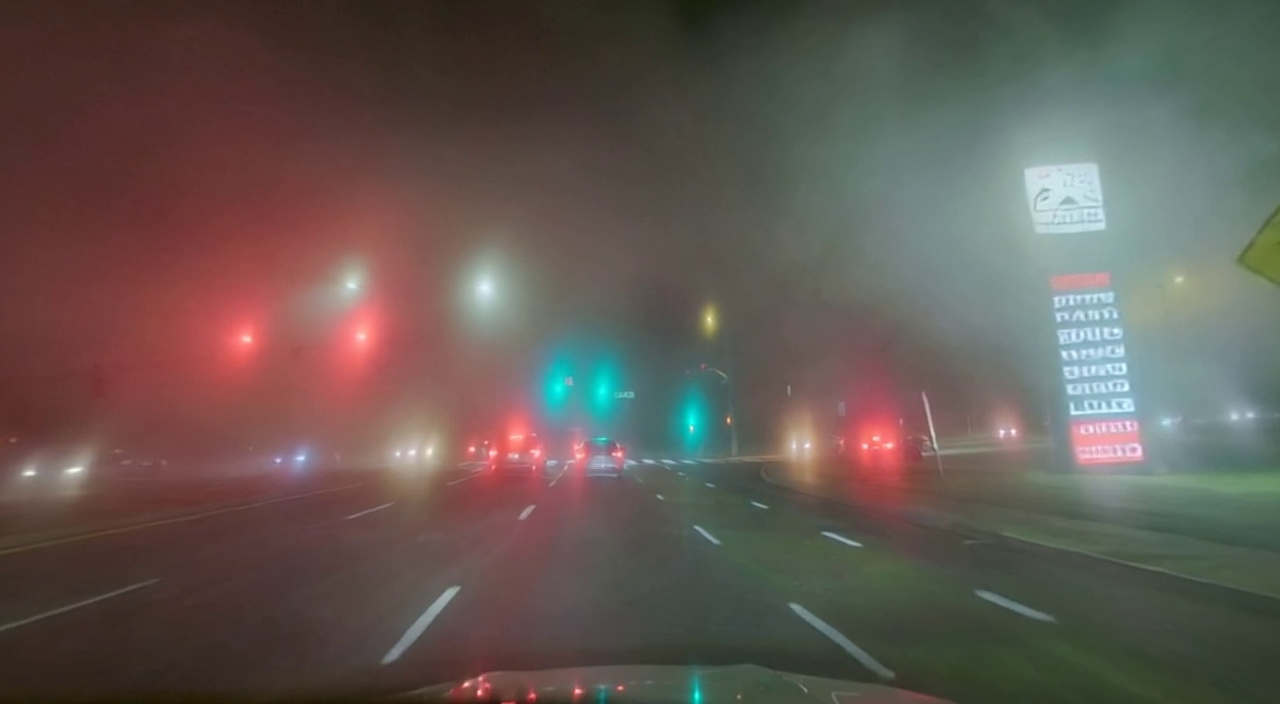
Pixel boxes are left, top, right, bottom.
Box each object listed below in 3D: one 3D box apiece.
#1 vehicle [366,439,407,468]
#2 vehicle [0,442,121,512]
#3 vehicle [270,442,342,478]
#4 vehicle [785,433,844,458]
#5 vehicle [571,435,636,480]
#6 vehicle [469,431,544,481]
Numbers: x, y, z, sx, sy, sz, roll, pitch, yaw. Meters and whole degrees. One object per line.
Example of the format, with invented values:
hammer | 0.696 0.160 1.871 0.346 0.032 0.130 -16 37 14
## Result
vehicle | -19.784 8.021 49.488 1.863 1.722 4.328 -9 -11 -10
vehicle | -15.575 3.021 15.627 1.968 1.557 4.650 1 -8 -7
vehicle | -18.110 5.838 34.450 1.985 1.537 4.013 -4 -5 -5
vehicle | 12.152 6.478 43.950 4.166 1.622 1.908 7 -11 -41
vehicle | -1.373 3.874 23.544 2.176 1.489 4.518 0 -8 -4
vehicle | -4.747 3.766 23.141 2.057 1.610 4.891 0 -8 -5
